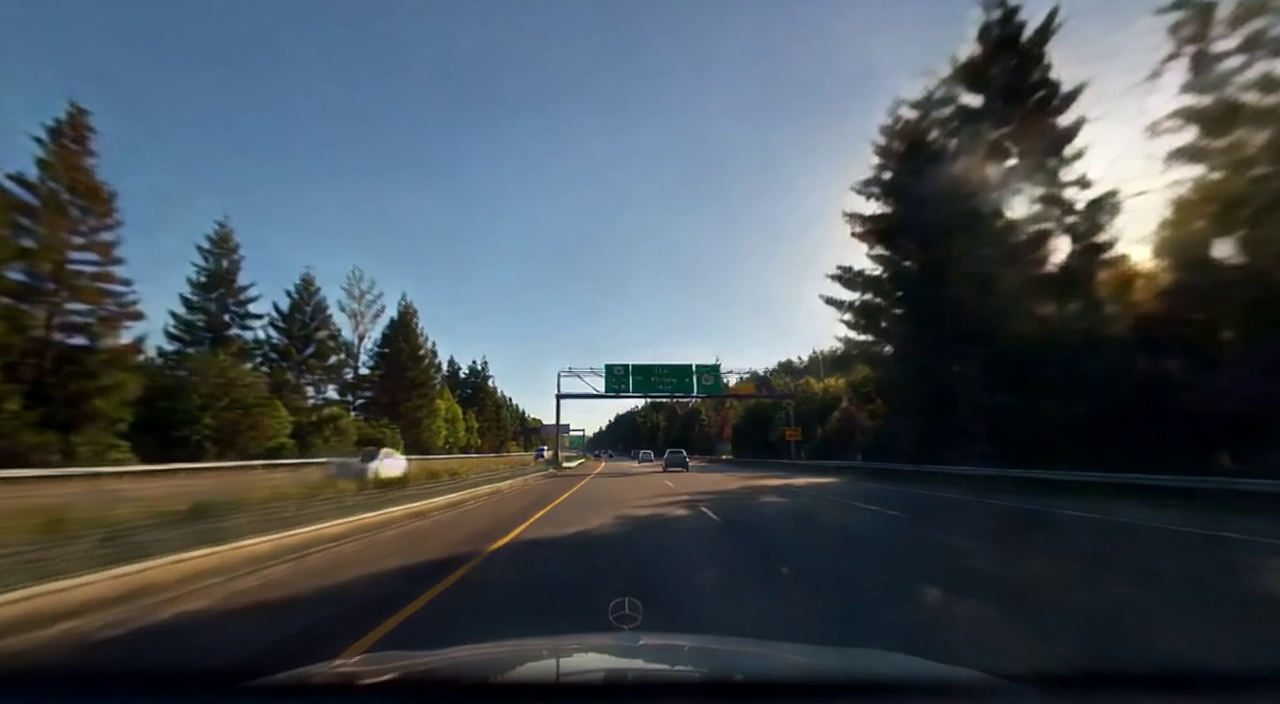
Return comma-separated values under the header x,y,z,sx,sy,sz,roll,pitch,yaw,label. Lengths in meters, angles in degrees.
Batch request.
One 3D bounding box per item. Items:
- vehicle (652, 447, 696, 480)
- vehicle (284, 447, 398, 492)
x,y,z,sx,sy,sz,roll,pitch,yaw,label
1.729,5.797,33.003,2.011,1.590,3.607,0,-9,-2,vehicle
-10.955,4.308,23.551,1.988,1.457,4.737,0,-9,-1,vehicle
